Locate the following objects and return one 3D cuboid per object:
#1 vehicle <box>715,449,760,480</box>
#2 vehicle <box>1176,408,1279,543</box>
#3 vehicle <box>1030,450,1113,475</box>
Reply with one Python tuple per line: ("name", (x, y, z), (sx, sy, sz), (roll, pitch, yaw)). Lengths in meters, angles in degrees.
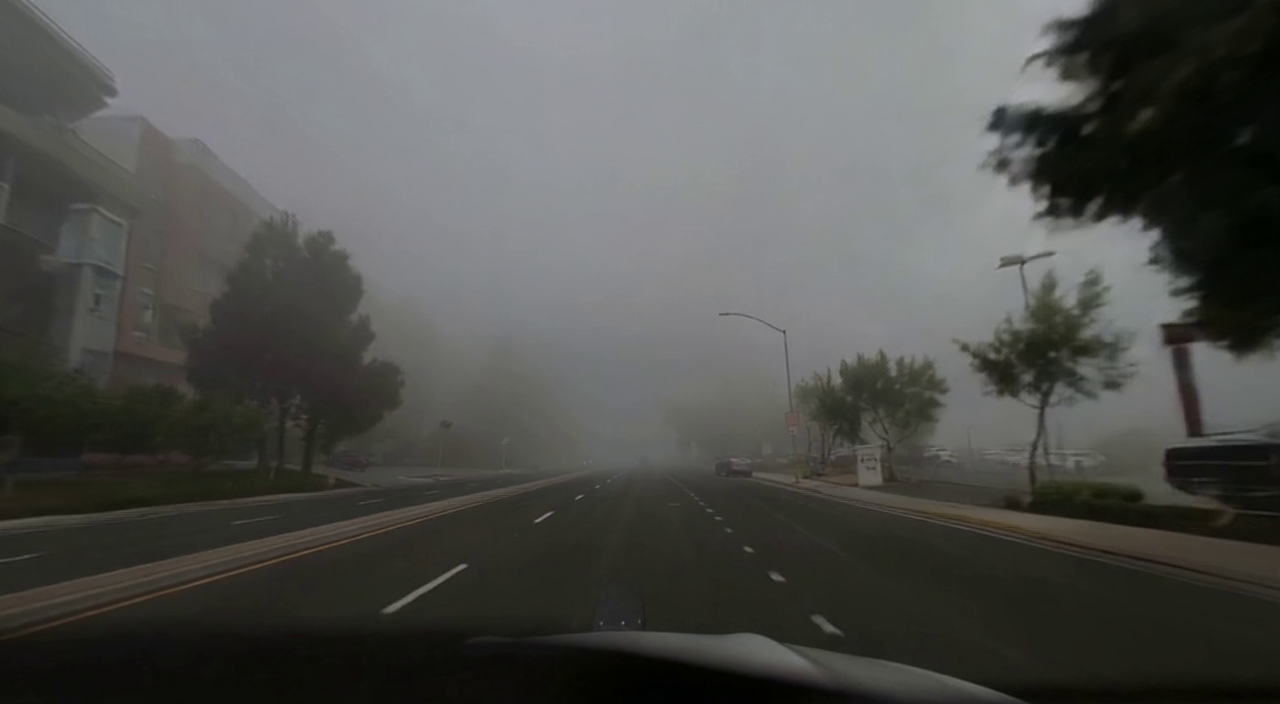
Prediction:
("vehicle", (7.137, 8.236, 46.481), (2.365, 2.138, 5.499), (0, -9, -1))
("vehicle", (11.251, 1.768, 9.085), (4.903, 1.831, 2.098), (0, -9, 2))
("vehicle", (32.291, 8.316, 47.093), (4.608, 1.638, 2.017), (-2, -10, 0))
